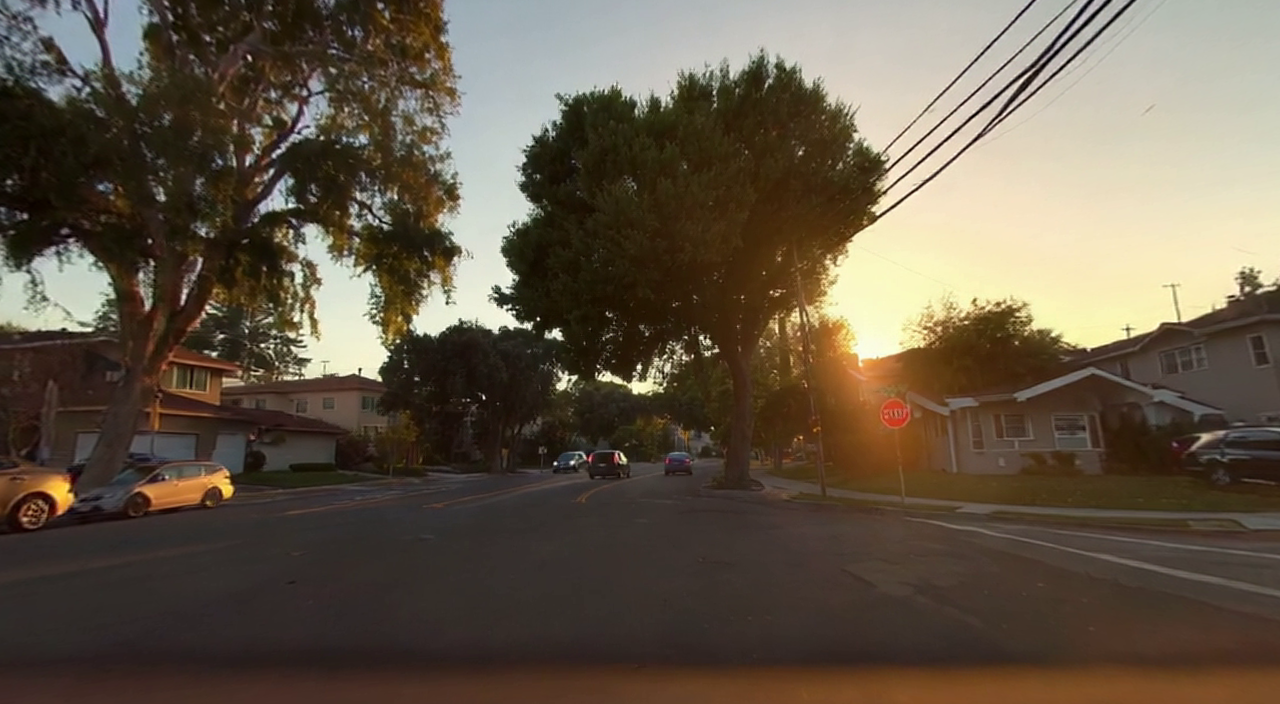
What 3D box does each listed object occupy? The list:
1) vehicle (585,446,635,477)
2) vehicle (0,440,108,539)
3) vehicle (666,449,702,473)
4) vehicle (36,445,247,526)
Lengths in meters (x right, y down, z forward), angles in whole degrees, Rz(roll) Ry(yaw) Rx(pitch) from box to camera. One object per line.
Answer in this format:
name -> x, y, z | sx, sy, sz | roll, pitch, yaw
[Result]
vehicle -> -1.664, 6.387, 36.975 | 2.178, 1.695, 4.339 | -1, -8, 7
vehicle -> -14.111, 2.784, 12.312 | 2.191, 1.980, 5.888 | -4, -9, 1
vehicle -> 2.921, 7.105, 41.245 | 1.955, 1.459, 4.383 | -1, -8, 9
vehicle -> -13.781, 3.715, 17.915 | 2.076, 1.864, 4.730 | -3, -10, 1
